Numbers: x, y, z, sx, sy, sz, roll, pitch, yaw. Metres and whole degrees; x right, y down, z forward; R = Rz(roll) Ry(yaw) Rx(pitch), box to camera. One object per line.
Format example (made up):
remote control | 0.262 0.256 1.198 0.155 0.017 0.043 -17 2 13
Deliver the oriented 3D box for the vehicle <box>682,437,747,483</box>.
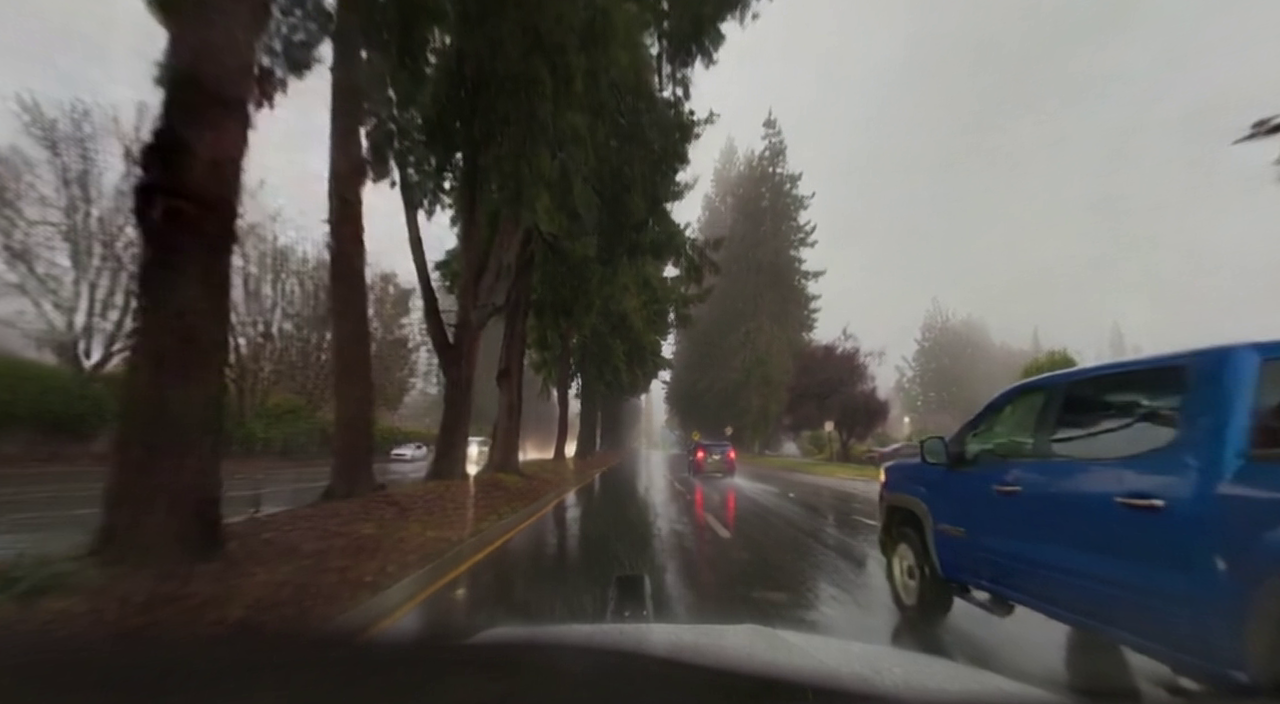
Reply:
vehicle | 2.985 4.449 26.260 2.108 1.712 4.616 0 -8 -1

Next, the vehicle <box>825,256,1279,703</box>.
vehicle | 3.095 0.921 3.223 2.553 1.942 5.679 0 -8 0
